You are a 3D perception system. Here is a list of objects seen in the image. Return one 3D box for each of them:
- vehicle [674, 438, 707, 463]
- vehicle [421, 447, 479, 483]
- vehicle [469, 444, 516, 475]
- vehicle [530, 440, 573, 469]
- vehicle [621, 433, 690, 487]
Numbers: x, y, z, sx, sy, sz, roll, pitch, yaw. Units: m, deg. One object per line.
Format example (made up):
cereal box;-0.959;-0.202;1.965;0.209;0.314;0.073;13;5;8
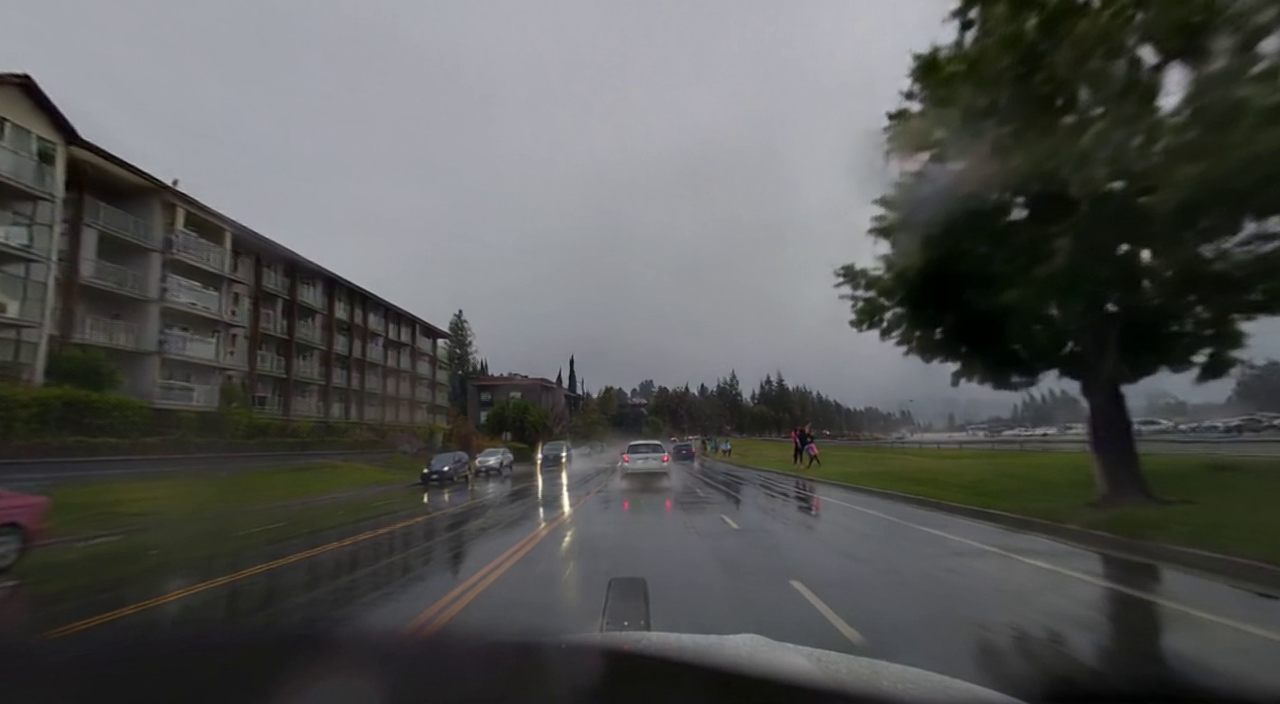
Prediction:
vehicle;3.768;7.399;47.445;2.000;1.809;4.405;0;-8;-1
vehicle;-10.126;6.038;33.901;1.932;1.607;4.191;-4;-8;-2
vehicle;-10.011;7.303;43.085;2.032;1.833;4.465;-3;-8;1
vehicle;-5.828;6.809;42.097;2.065;1.838;4.846;-1;-8;1
vehicle;0.460;3.608;21.287;2.132;1.632;3.838;0;-8;0
